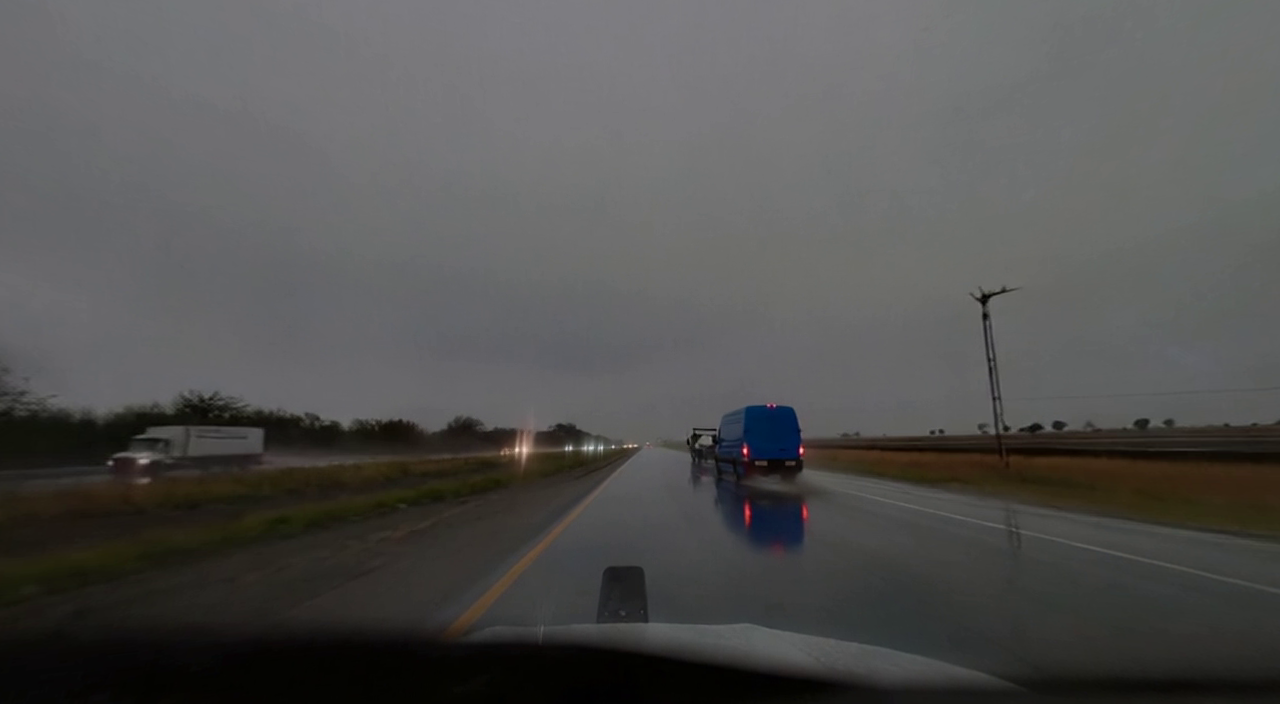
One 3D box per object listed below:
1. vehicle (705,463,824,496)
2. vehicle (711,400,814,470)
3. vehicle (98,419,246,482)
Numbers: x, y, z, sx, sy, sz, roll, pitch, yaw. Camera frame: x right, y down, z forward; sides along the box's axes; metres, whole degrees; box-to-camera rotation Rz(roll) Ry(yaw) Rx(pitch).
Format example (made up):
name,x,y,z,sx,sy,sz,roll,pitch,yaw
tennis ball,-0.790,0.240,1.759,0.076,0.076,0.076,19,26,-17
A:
name,x,y,z,sx,sy,sz,roll,pitch,yaw
vehicle,3.965,4.297,21.661,2.702,0.824,6.391,0,-9,-1
vehicle,3.980,2.929,21.706,2.444,2.053,5.616,0,-9,0
vehicle,-32.357,6.915,44.363,2.897,3.901,9.462,0,-9,1
